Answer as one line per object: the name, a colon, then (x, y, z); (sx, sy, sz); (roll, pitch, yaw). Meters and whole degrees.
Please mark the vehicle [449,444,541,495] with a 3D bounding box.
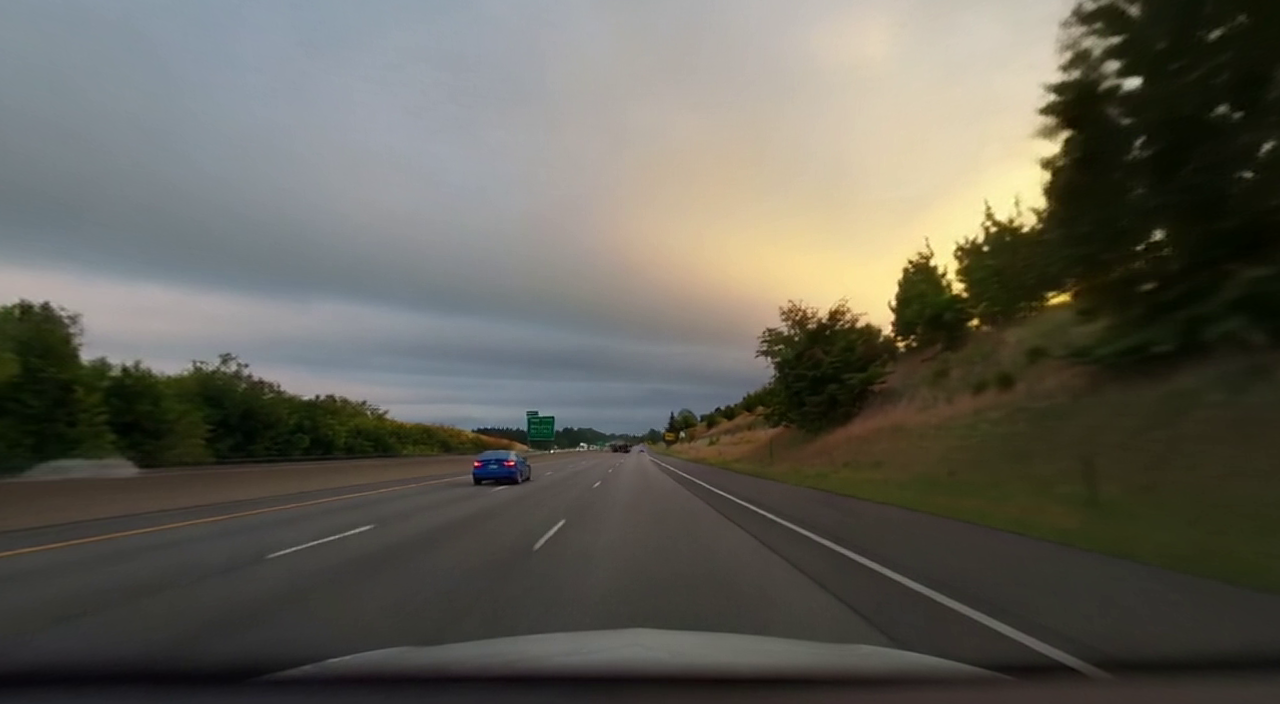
vehicle: (-4.714, 3.872, 21.173); (2.121, 1.537, 3.852); (0, -9, 1)
